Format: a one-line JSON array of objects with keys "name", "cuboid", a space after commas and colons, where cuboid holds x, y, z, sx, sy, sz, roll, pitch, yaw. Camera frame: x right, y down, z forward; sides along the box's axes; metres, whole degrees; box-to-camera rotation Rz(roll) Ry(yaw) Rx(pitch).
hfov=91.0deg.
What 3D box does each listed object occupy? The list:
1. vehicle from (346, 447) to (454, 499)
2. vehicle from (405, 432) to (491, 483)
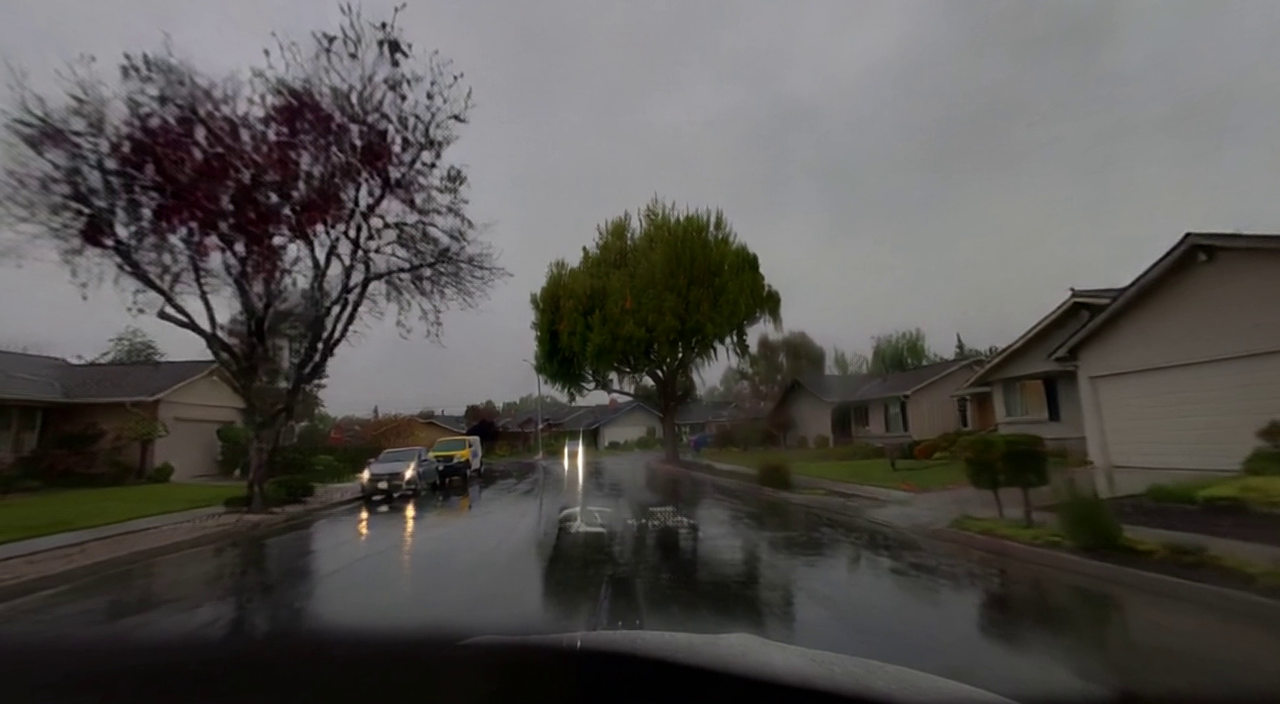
[{"name": "vehicle", "cuboid": [-7.301, 3.683, 19.612, 2.017, 1.397, 4.004, 0, -8, -4]}, {"name": "vehicle", "cuboid": [-8.068, 4.488, 27.117, 2.338, 1.925, 5.725, 0, -8, -5]}]
